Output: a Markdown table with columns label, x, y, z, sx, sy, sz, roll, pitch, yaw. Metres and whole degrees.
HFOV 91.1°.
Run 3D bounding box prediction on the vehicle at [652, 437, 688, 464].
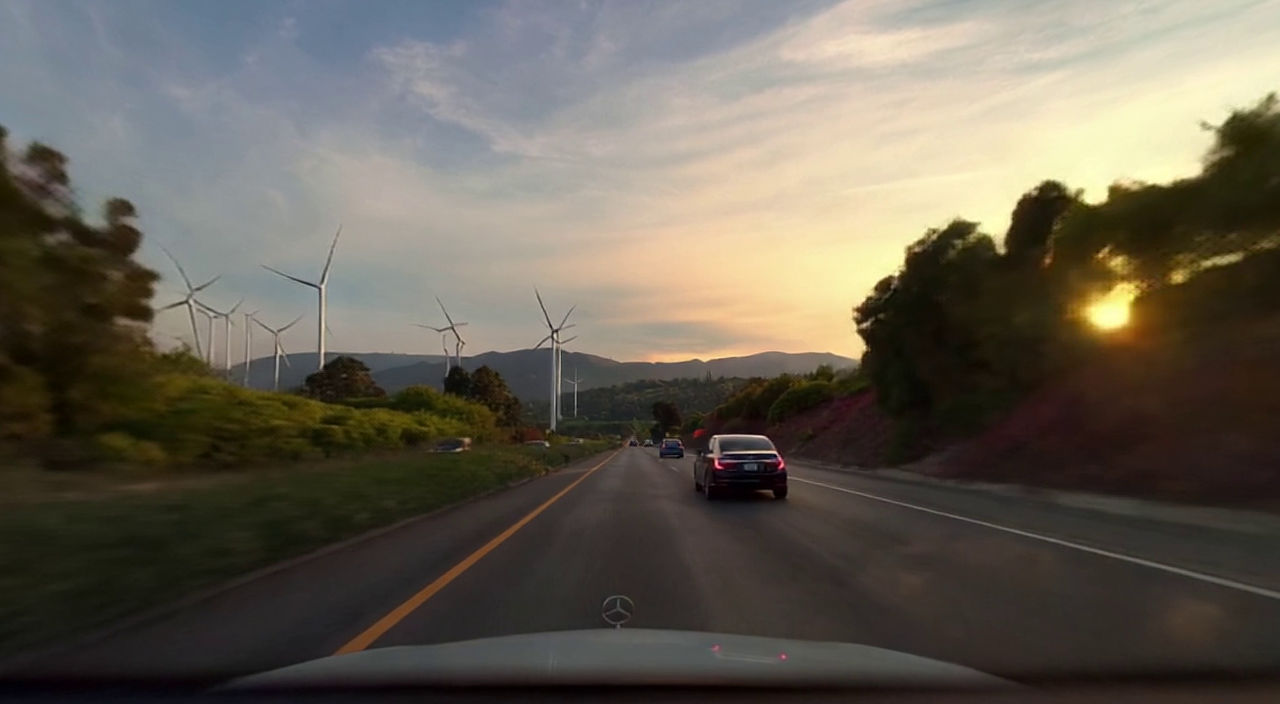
| label | x | y | z | sx | sy | sz | roll | pitch | yaw |
| --- | --- | --- | --- | --- | --- | --- | --- | --- | --- |
| vehicle | 1.916 | 6.491 | 41.580 | 2.066 | 1.661 | 4.500 | 0 | -8 | -1 |

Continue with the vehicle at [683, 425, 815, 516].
| label | x | y | z | sx | sy | sz | roll | pitch | yaw |
| --- | --- | --- | --- | --- | --- | --- | --- | --- | --- |
| vehicle | 2.123 | 2.441 | 13.589 | 2.038 | 1.624 | 4.312 | 0 | -8 | 0 |

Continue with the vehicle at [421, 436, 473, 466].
| label | x | y | z | sx | sy | sz | roll | pitch | yaw |
| --- | --- | --- | --- | --- | --- | --- | --- | --- | --- |
| vehicle | -13.319 | 6.849 | 43.663 | 2.148 | 1.937 | 4.755 | 0 | -8 | 0 |
